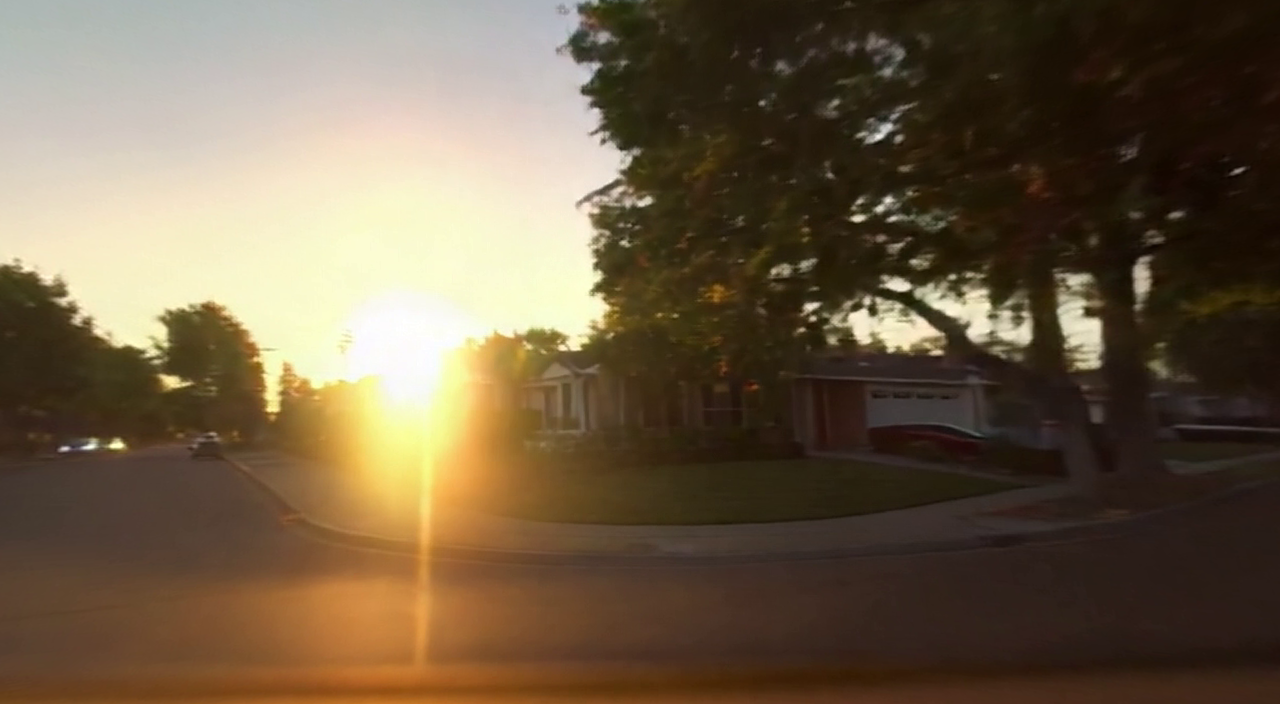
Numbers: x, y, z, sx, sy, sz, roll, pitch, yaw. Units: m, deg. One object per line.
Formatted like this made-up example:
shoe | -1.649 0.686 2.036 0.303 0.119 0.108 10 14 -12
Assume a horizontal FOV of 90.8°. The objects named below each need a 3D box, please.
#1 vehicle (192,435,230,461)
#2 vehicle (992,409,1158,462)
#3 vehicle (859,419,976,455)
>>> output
vehicle | -30.018 6.691 44.136 2.018 1.665 4.226 6 -10 -35
vehicle | 15.915 3.126 23.387 1.918 1.745 4.559 6 -10 -36
vehicle | 12.513 3.897 28.766 1.855 1.470 4.531 6 -10 -34
